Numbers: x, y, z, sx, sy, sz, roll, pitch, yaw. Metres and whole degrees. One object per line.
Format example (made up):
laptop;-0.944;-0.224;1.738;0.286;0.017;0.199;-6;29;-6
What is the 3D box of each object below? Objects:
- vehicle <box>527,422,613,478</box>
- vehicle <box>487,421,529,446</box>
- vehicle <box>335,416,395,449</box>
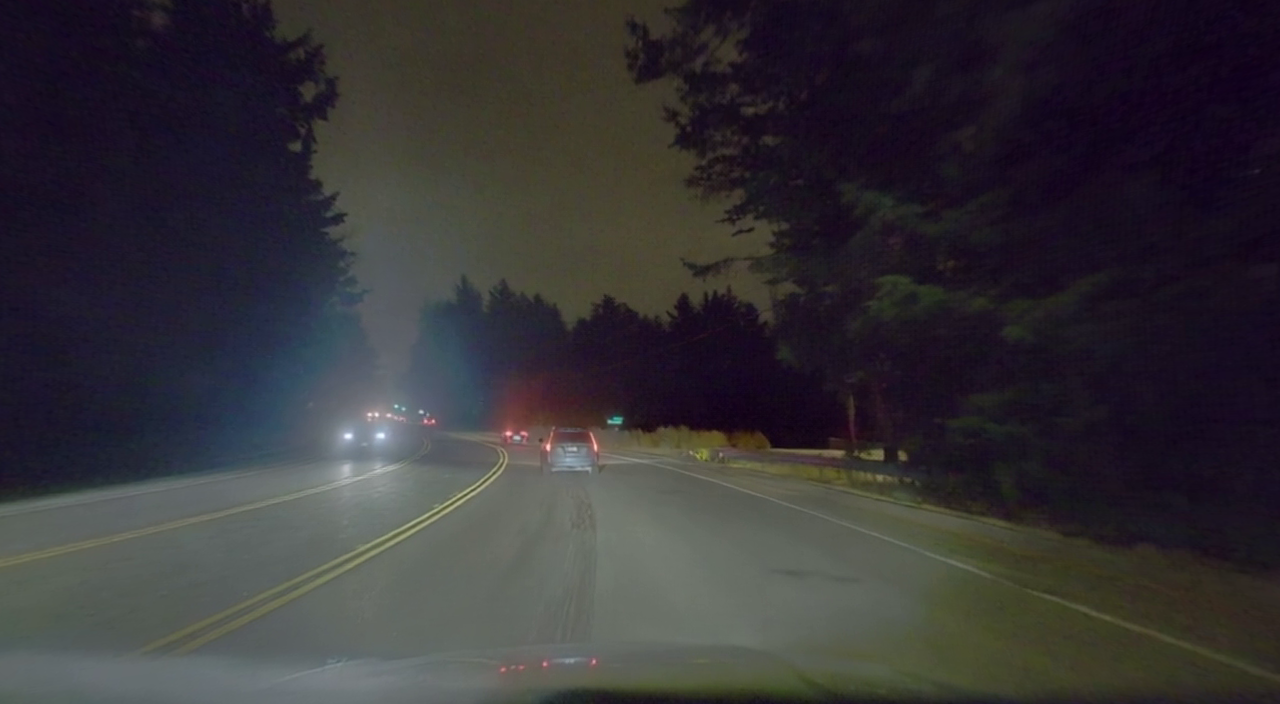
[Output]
vehicle;-2.237;2.928;19.095;2.296;1.510;4.068;1;-8;-10
vehicle;-8.763;5.385;41.484;2.080;1.530;3.719;3;-8;-22
vehicle;-13.596;4.050;31.362;2.126;1.493;4.748;2;-8;-17
